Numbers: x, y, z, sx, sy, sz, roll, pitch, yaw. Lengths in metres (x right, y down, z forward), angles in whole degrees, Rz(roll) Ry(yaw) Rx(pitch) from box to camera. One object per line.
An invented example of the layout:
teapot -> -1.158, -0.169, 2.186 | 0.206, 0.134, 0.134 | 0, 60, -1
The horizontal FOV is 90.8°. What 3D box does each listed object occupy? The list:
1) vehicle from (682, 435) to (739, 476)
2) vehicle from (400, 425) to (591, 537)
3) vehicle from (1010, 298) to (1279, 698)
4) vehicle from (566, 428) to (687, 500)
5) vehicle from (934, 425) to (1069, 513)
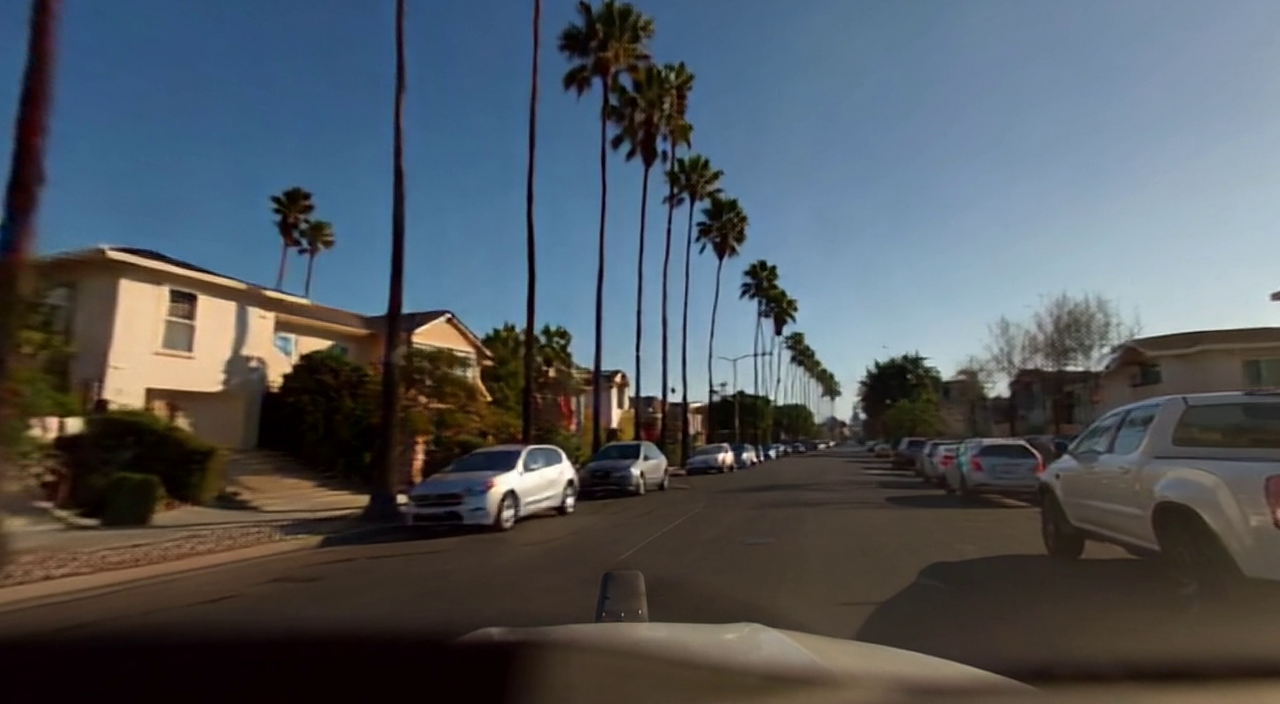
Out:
vehicle -> 3.523, 5.018, 30.837 | 1.947, 1.803, 4.381 | -4, -9, 16
vehicle -> -2.445, 2.268, 11.794 | 1.816, 1.697, 3.777 | -3, -8, 17
vehicle -> 5.719, 1.145, 5.723 | 2.649, 2.232, 6.576 | -3, -8, 18
vehicle -> -0.209, 3.292, 19.150 | 2.020, 1.819, 5.168 | -3, -8, 18
vehicle -> 9.029, 2.902, 16.275 | 1.964, 1.889, 4.708 | -3, -8, 17
